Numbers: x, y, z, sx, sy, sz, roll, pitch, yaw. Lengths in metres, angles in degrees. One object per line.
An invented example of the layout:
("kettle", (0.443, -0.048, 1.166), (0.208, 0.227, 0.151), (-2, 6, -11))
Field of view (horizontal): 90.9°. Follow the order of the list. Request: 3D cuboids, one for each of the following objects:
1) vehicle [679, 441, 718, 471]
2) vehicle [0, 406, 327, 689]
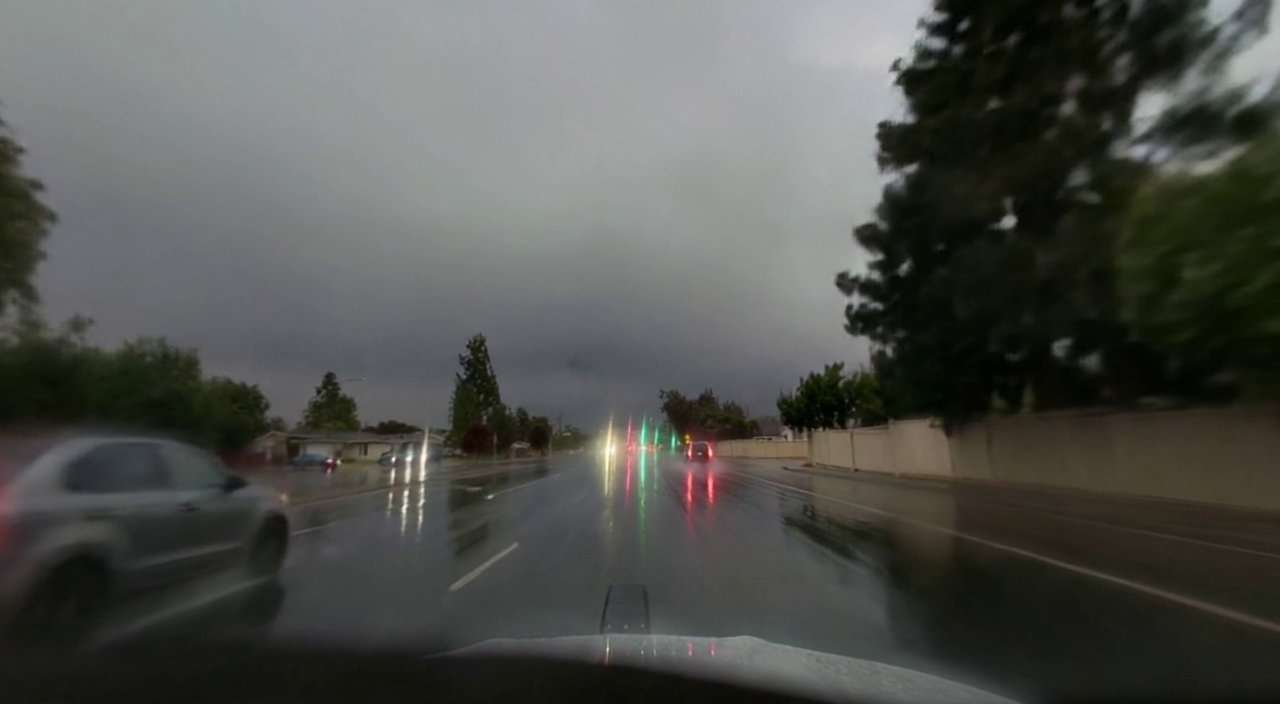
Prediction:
("vehicle", (3.737, 6.736, 41.086), (2.114, 1.780, 4.445), (0, -8, 0))
("vehicle", (-4.531, 1.298, 5.000), (1.966, 1.524, 4.410), (0, -8, -2))
